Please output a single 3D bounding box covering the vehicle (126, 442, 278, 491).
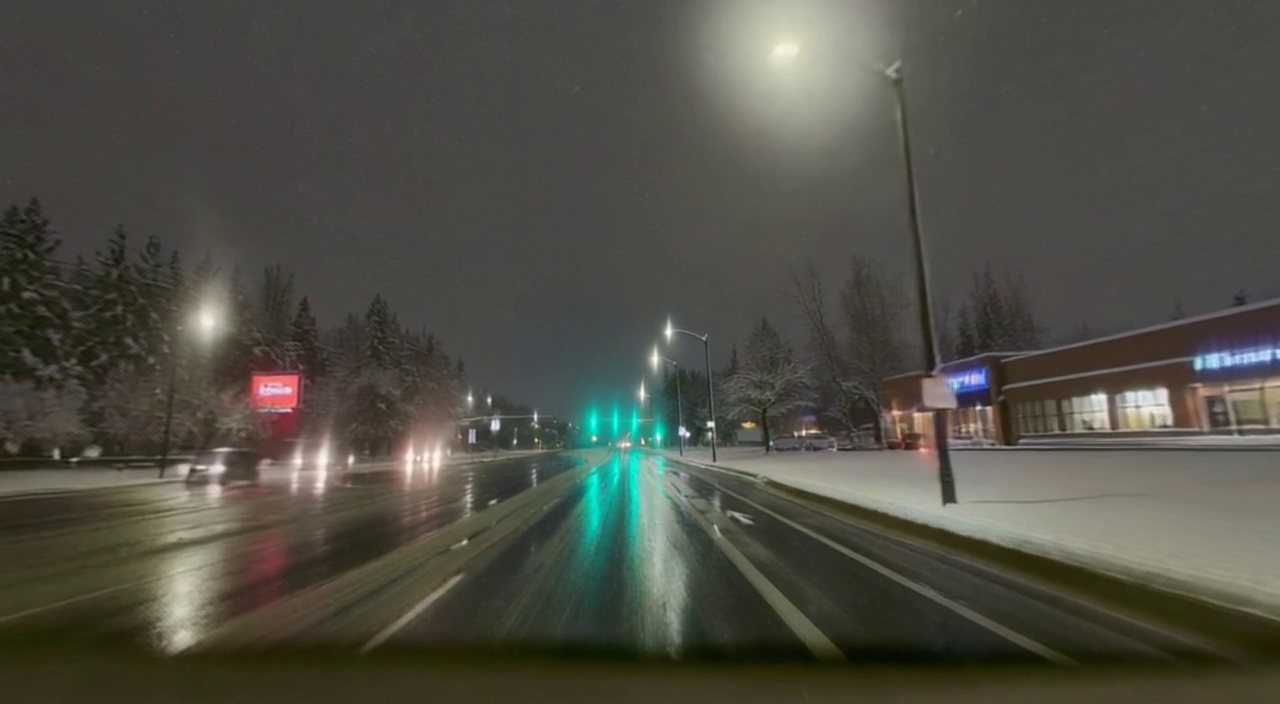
[{"bbox_3d":[-14.488,3.784,21.216,1.907,1.469,4.441,0,-9,0],"label":"vehicle"}]

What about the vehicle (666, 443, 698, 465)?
[{"bbox_3d":[3.146,7.733,47.810,1.992,1.513,4.683,1,-8,-1],"label":"vehicle"}]

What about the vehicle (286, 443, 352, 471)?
[{"bbox_3d":[-20.806,6.800,41.026,1.963,1.694,4.535,0,-9,-1],"label":"vehicle"}]
